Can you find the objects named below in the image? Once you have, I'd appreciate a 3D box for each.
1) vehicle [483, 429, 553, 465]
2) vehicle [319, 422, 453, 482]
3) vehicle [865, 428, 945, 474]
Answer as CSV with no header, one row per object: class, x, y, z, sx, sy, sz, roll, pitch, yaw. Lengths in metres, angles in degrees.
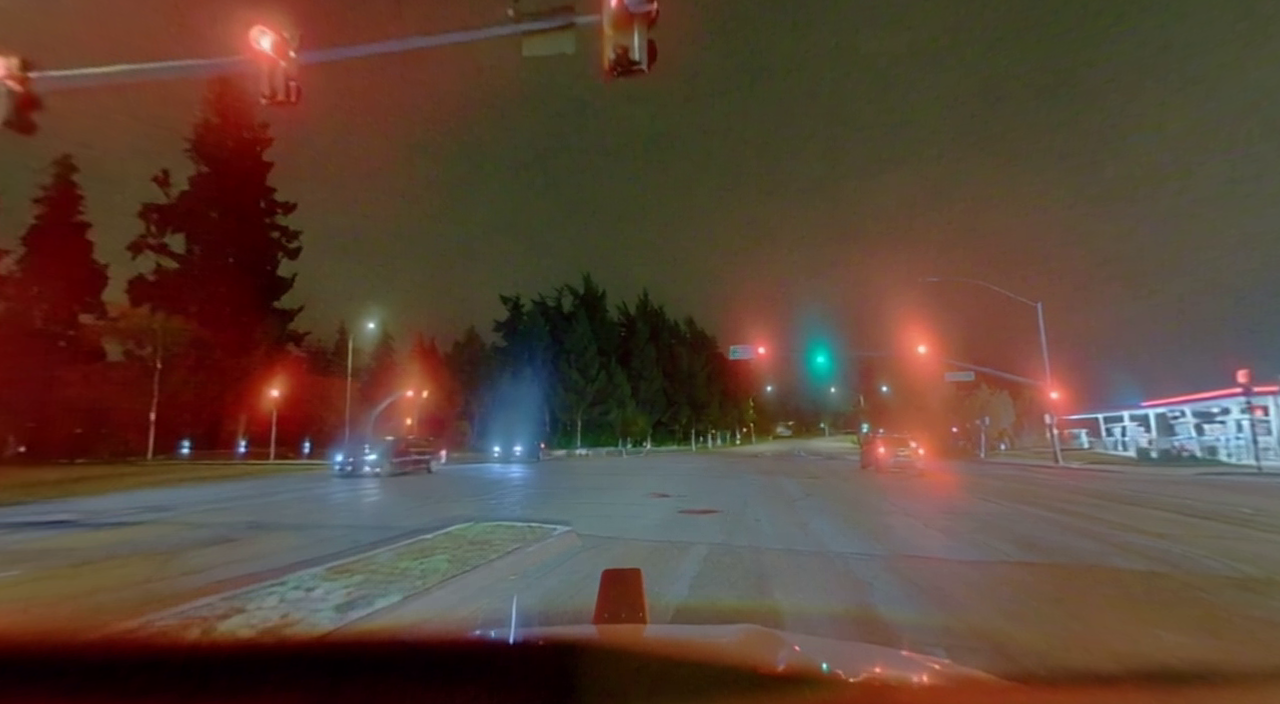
vehicle,-6.522,5.155,34.160,2.090,1.779,4.697,-1,-9,11
vehicle,-8.612,3.436,21.829,2.112,1.853,4.516,-1,-9,10
vehicle,10.808,4.053,25.929,2.090,1.717,4.063,-1,-8,9
